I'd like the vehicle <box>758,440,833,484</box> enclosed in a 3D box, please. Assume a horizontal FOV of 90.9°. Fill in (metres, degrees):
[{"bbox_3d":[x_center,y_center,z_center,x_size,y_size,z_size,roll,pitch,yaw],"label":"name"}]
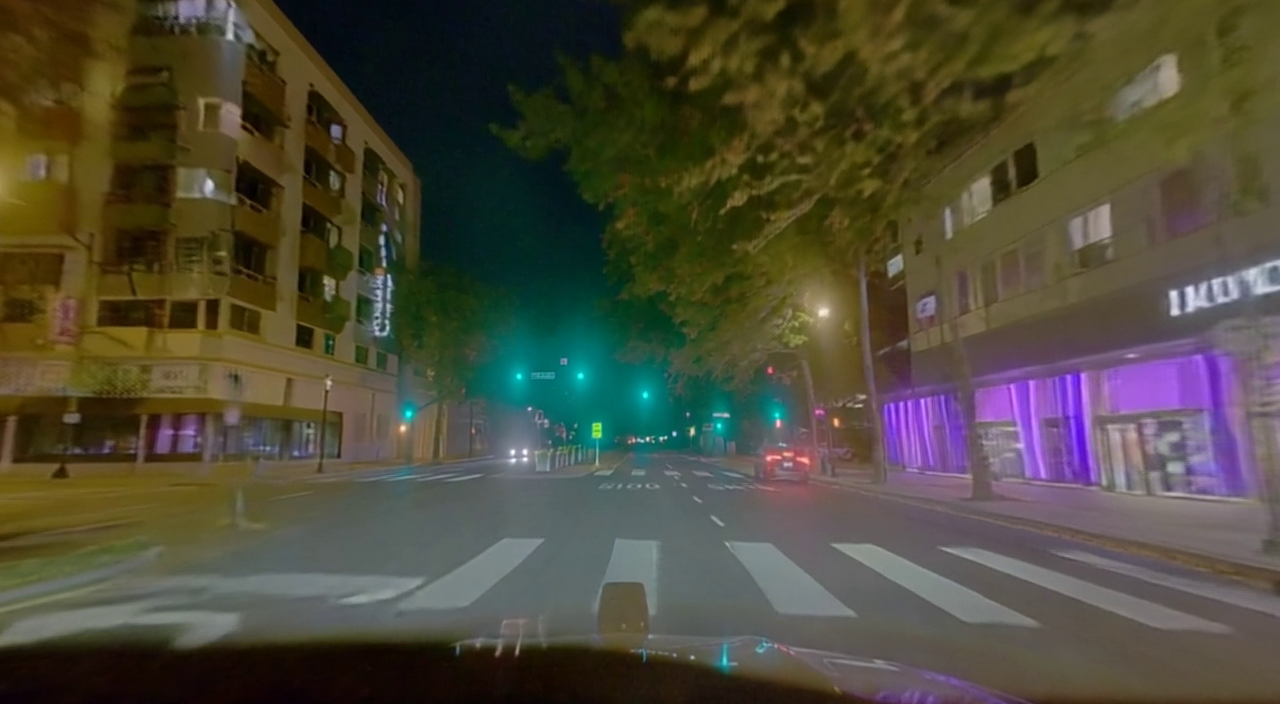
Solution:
[{"bbox_3d":[6.235,4.435,25.747,1.906,1.523,4.336,4,-8,0],"label":"vehicle"}]
